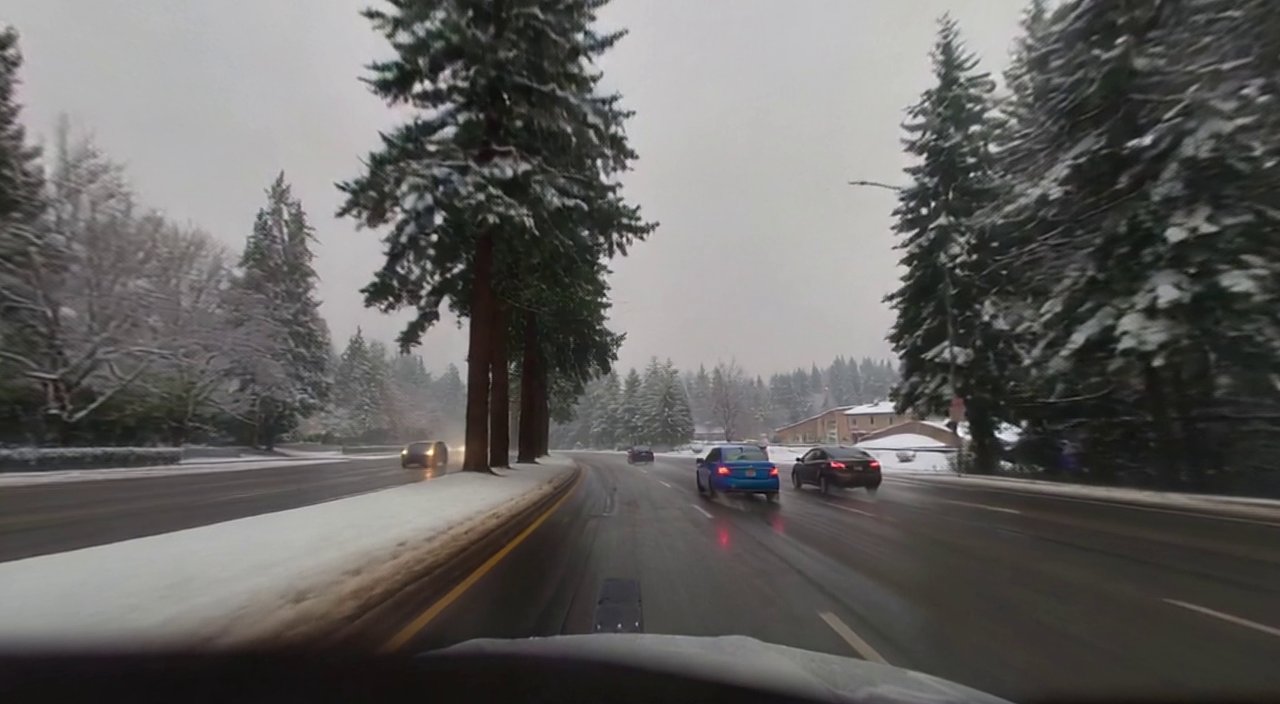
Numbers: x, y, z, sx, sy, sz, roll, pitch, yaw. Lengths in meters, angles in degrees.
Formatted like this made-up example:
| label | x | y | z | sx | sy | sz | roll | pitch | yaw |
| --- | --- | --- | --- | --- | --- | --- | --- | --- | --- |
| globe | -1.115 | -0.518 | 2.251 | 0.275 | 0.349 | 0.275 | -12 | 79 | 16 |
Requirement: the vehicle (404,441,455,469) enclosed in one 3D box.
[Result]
| label | x | y | z | sx | sy | sz | roll | pitch | yaw |
| --- | --- | --- | --- | --- | --- | --- | --- | --- | --- |
| vehicle | -12.900 | 6.326 | 38.819 | 1.968 | 1.643 | 4.351 | 1 | -9 | -5 |

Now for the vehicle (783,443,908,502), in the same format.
| label | x | y | z | sx | sy | sz | roll | pitch | yaw |
| --- | --- | --- | --- | --- | --- | --- | --- | --- | --- |
| vehicle | 5.743 | 3.417 | 18.254 | 1.901 | 1.474 | 4.363 | 1 | -9 | -4 |

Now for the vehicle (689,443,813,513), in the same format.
| label | x | y | z | sx | sy | sz | roll | pitch | yaw |
| --- | --- | --- | --- | --- | --- | --- | --- | --- | --- |
| vehicle | 2.549 | 3.025 | 15.625 | 2.077 | 1.464 | 4.134 | 1 | -9 | -4 |
